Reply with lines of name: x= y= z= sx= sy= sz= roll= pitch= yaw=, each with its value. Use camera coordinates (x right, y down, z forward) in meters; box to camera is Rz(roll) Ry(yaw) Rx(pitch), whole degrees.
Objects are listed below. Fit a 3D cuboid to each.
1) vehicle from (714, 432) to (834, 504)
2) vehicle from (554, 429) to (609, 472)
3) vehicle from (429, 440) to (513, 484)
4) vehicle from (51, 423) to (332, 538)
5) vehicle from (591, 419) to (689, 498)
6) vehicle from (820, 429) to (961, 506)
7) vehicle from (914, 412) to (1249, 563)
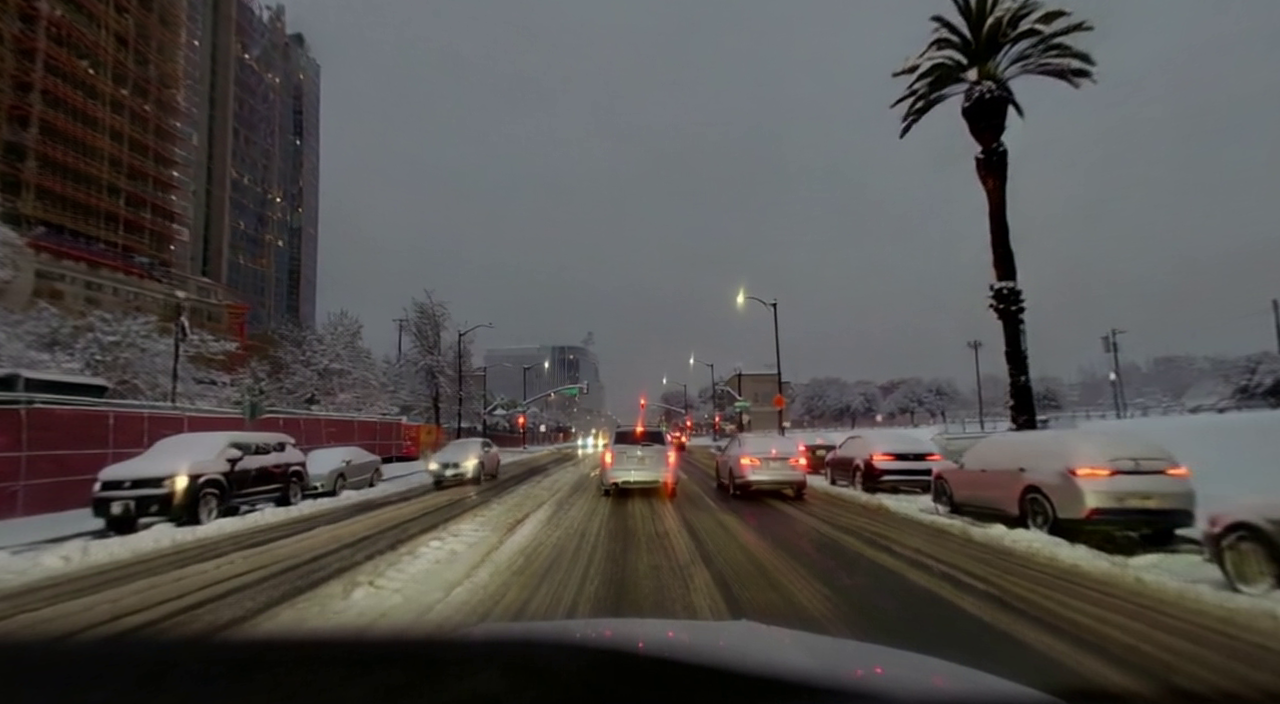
vehicle: x=3.079 y=2.753 z=15.393 sx=1.999 sy=1.487 sz=3.939 roll=0 pitch=-8 yaw=-1
vehicle: x=-2.660 y=4.648 z=29.954 sx=2.180 sy=1.879 sz=4.452 roll=0 pitch=-8 yaw=0
vehicle: x=-6.264 y=4.126 z=23.971 sx=2.020 sy=1.486 sz=4.363 roll=0 pitch=-8 yaw=0
vehicle: x=-10.024 y=2.975 z=15.061 sx=2.294 sy=1.948 sz=6.025 roll=-6 pitch=-10 yaw=0
vehicle: x=-0.009 y=2.788 z=16.821 sx=2.264 sy=1.798 sz=4.258 roll=0 pitch=-8 yaw=0
vehicle: x=6.155 y=2.830 z=16.125 sx=1.819 sy=1.672 sz=4.139 roll=0 pitch=-7 yaw=-1
vehicle: x=6.336 y=1.971 z=9.952 sx=1.886 sy=1.792 sz=4.525 roll=0 pitch=-8 yaw=-1
